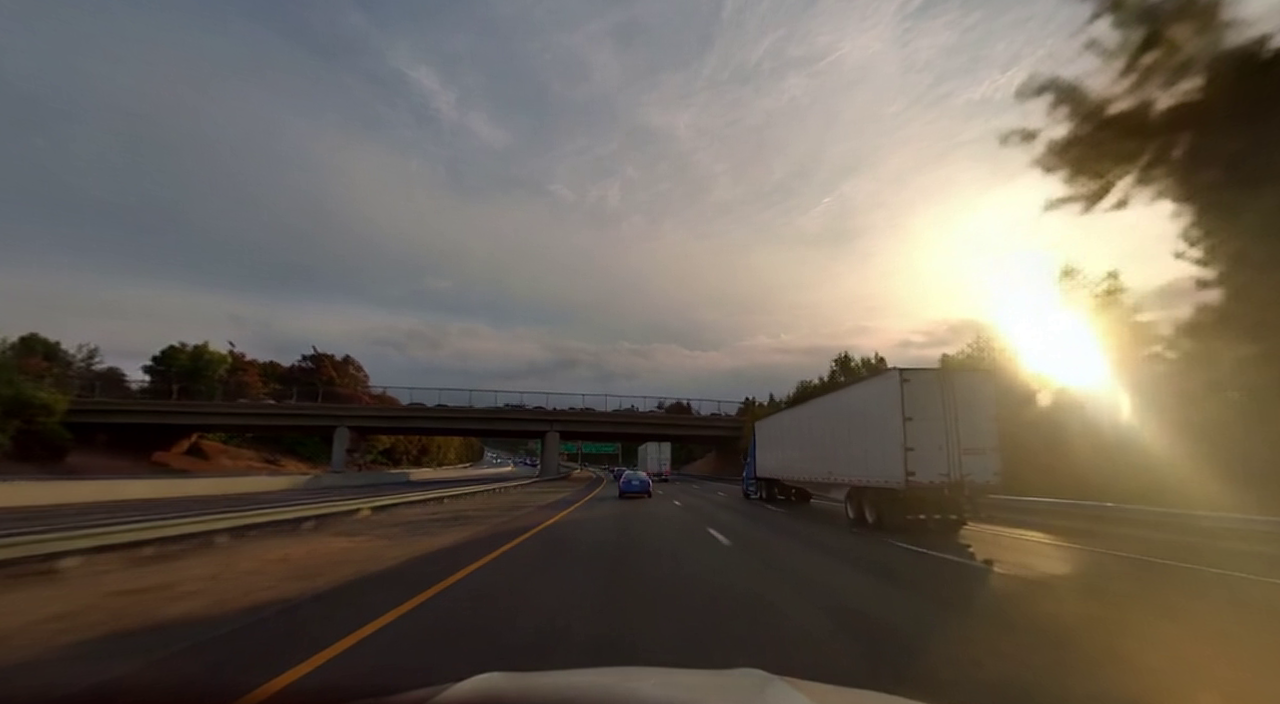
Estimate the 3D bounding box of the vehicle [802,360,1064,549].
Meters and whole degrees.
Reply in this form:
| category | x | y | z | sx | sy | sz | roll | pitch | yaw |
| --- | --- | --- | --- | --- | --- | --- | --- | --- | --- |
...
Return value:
| category | x | y | z | sx | sy | sz | roll | pitch | yaw |
| --- | --- | --- | --- | --- | --- | --- | --- | --- | --- |
| vehicle | 6.814 | 2.748 | 16.563 | 2.839 | 3.684 | 8.091 | 1 | -11 | -1 |

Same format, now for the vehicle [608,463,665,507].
| category | x | y | z | sx | sy | sz | roll | pitch | yaw |
| --- | --- | --- | --- | --- | --- | --- | --- | --- | --- |
| vehicle | -0.141 | 5.133 | 24.504 | 2.067 | 1.552 | 3.601 | 1 | -11 | -1 |
